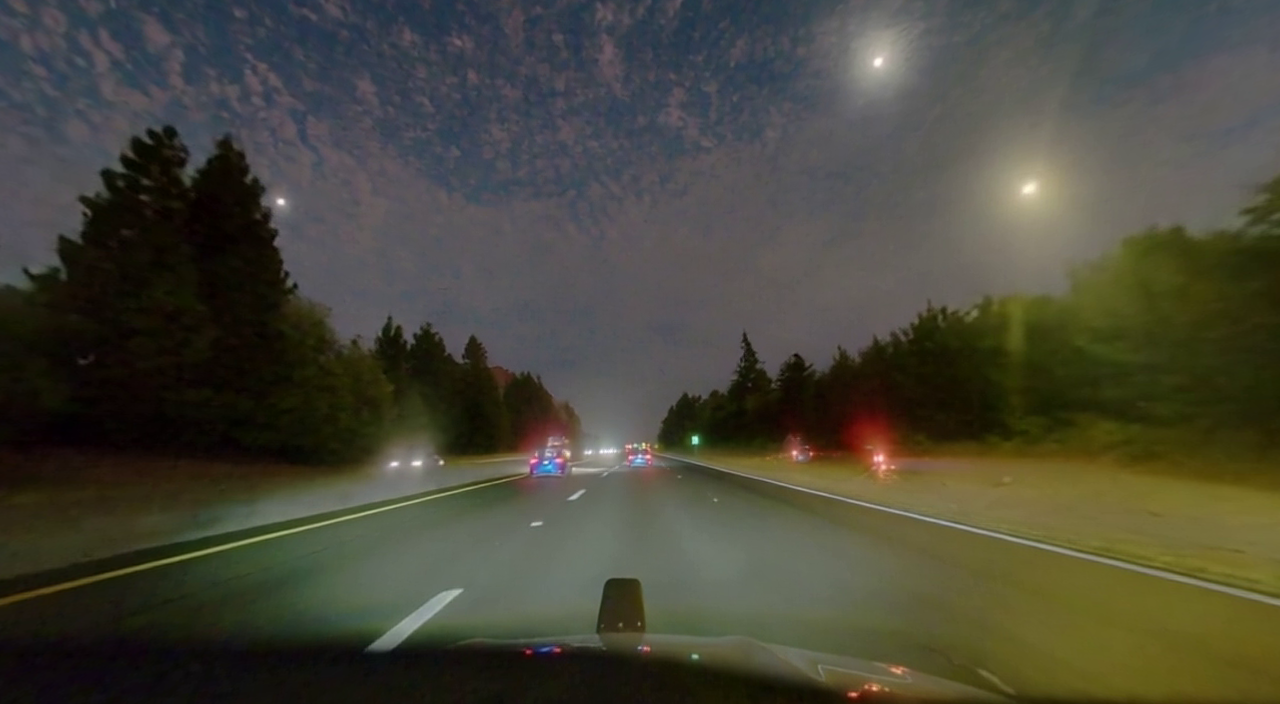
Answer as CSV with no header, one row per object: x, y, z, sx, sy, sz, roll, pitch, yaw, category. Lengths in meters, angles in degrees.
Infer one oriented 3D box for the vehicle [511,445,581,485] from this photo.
-3.738,4.602,25.942,2.157,1.483,4.601,0,-9,1,vehicle

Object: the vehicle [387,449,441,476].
-13.486,6.596,37.794,1.765,1.493,4.007,0,-9,-1,vehicle

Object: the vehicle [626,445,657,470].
0.090,7.006,42.047,2.011,1.590,3.607,0,-9,0,vehicle
